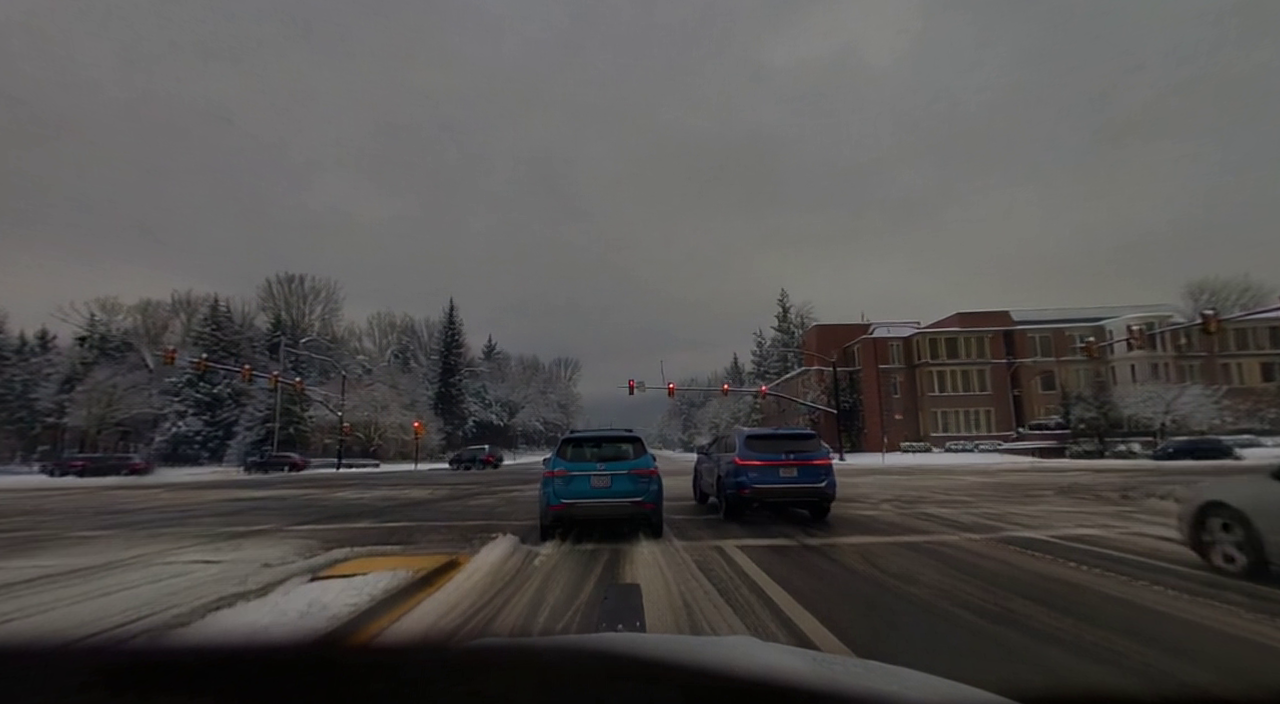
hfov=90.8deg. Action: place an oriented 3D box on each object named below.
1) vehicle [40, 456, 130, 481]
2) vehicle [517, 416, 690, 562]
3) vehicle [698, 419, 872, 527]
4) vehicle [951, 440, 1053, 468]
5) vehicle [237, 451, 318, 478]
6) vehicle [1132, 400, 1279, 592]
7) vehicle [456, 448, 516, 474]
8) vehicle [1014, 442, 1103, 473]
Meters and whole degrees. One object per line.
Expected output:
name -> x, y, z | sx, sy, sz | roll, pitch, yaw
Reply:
vehicle -> -37.479, 7.834, 42.712 | 4.253, 1.610, 1.800 | 0, -9, -1
vehicle -> -0.541, 1.932, 9.622 | 2.039, 1.698, 4.144 | 0, -9, -3
vehicle -> 2.660, 2.366, 12.885 | 2.228, 1.798, 4.370 | 1, -9, -4
vehicle -> 25.860, 7.328, 45.292 | 5.895, 1.921, 2.150 | 0, -9, 1
vehicle -> -24.057, 7.446, 41.955 | 4.318, 1.712, 2.188 | -3, -9, 19
vehicle -> 6.059, 1.062, 4.410 | 1.690, 1.538, 4.313 | 0, -9, -1
vehicle -> -10.191, 7.178, 41.838 | 3.771, 1.593, 1.789 | -6, -11, 36
vehicle -> 27.253, 6.883, 41.249 | 4.322, 1.595, 1.752 | -6, -10, 2
